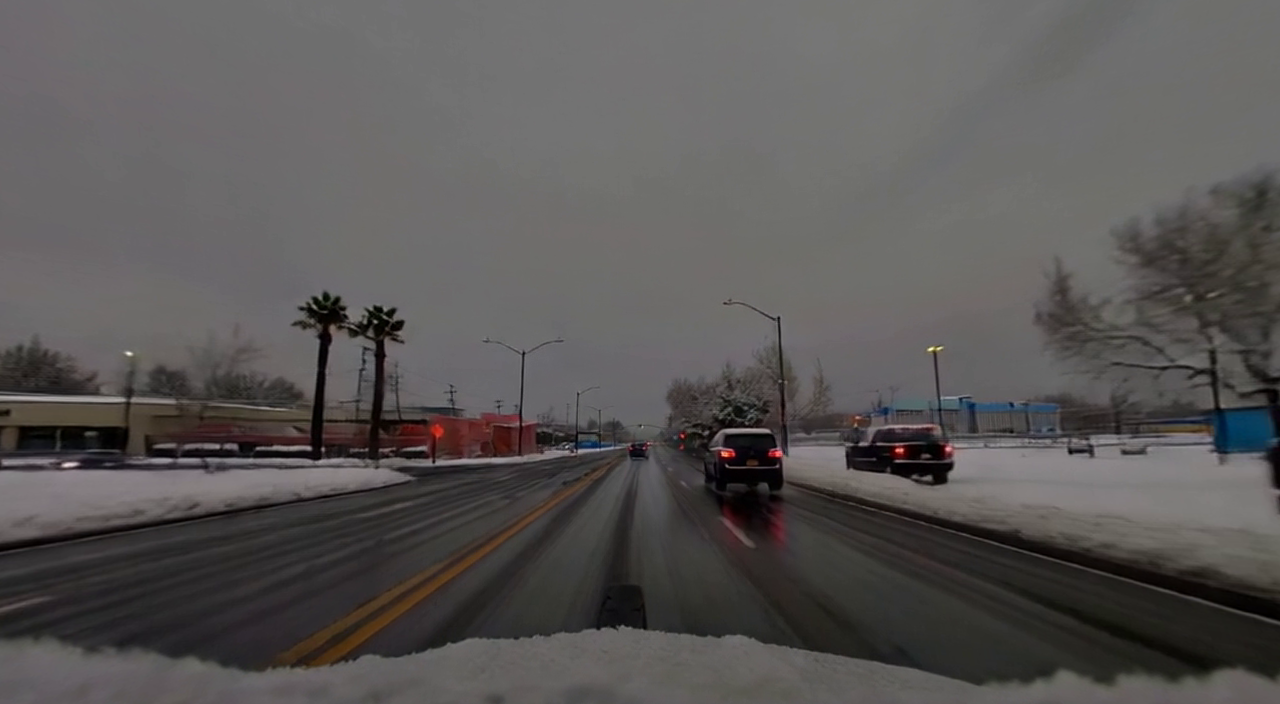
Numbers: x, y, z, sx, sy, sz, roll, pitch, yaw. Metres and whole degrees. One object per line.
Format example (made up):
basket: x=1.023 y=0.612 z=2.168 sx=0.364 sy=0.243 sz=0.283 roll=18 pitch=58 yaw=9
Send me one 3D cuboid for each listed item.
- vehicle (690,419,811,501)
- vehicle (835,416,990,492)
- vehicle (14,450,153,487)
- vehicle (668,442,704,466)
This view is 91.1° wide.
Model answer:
vehicle: x=2.892 y=3.020 z=18.005 sx=2.386 sy=1.970 sz=5.665 roll=0 pitch=-8 yaw=-1
vehicle: x=10.798 y=4.132 z=25.984 sx=2.799 sy=2.593 sz=7.710 roll=0 pitch=-8 yaw=-1
vehicle: x=-24.865 y=5.196 z=28.355 sx=1.911 sy=1.489 sz=4.779 roll=0 pitch=-8 yaw=0
vehicle: x=3.126 y=7.081 z=43.861 sx=2.148 sy=1.562 sz=4.642 roll=0 pitch=-8 yaw=0
